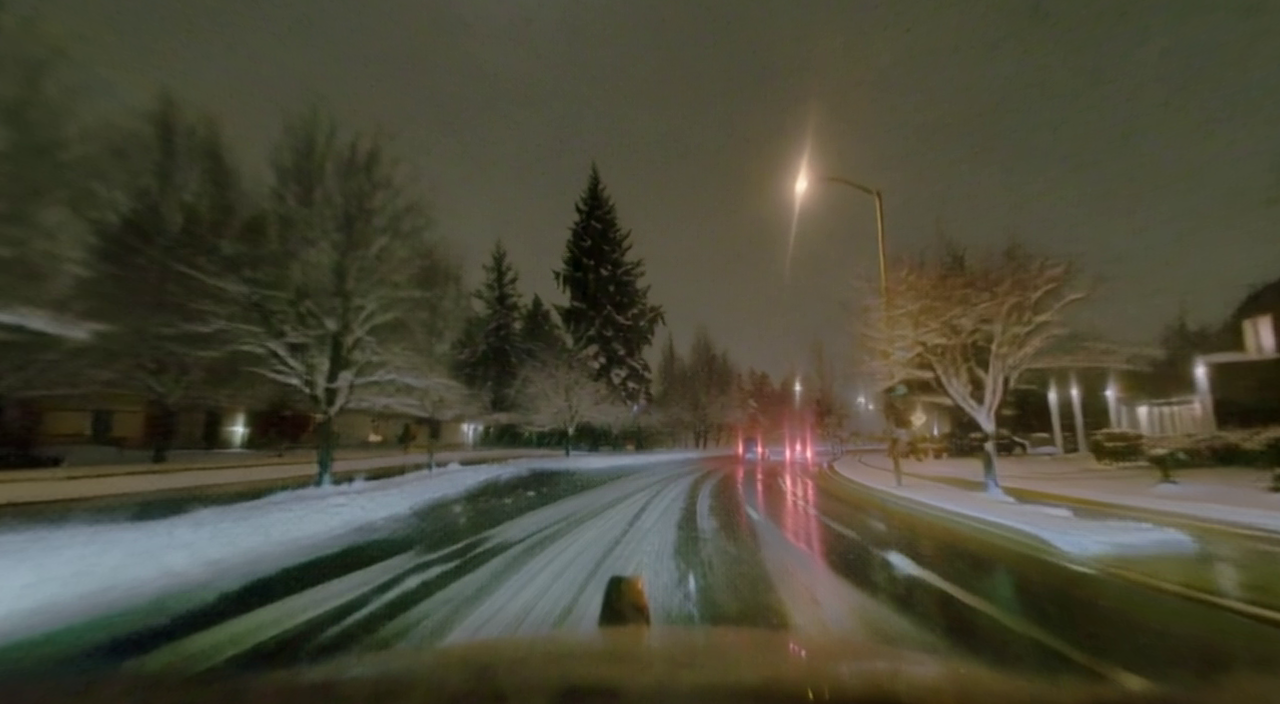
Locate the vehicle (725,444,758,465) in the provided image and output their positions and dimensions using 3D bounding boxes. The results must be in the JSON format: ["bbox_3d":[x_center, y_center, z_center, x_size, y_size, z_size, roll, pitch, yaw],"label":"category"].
[{"bbox_3d":[7.619,7.622,46.842,2.050,1.456,4.003,-2,-9,14],"label":"vehicle"}]

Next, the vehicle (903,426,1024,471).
[{"bbox_3d":[15.459,4.625,30.410,4.672,2.044,2.248,-2,-8,12],"label":"vehicle"}]
